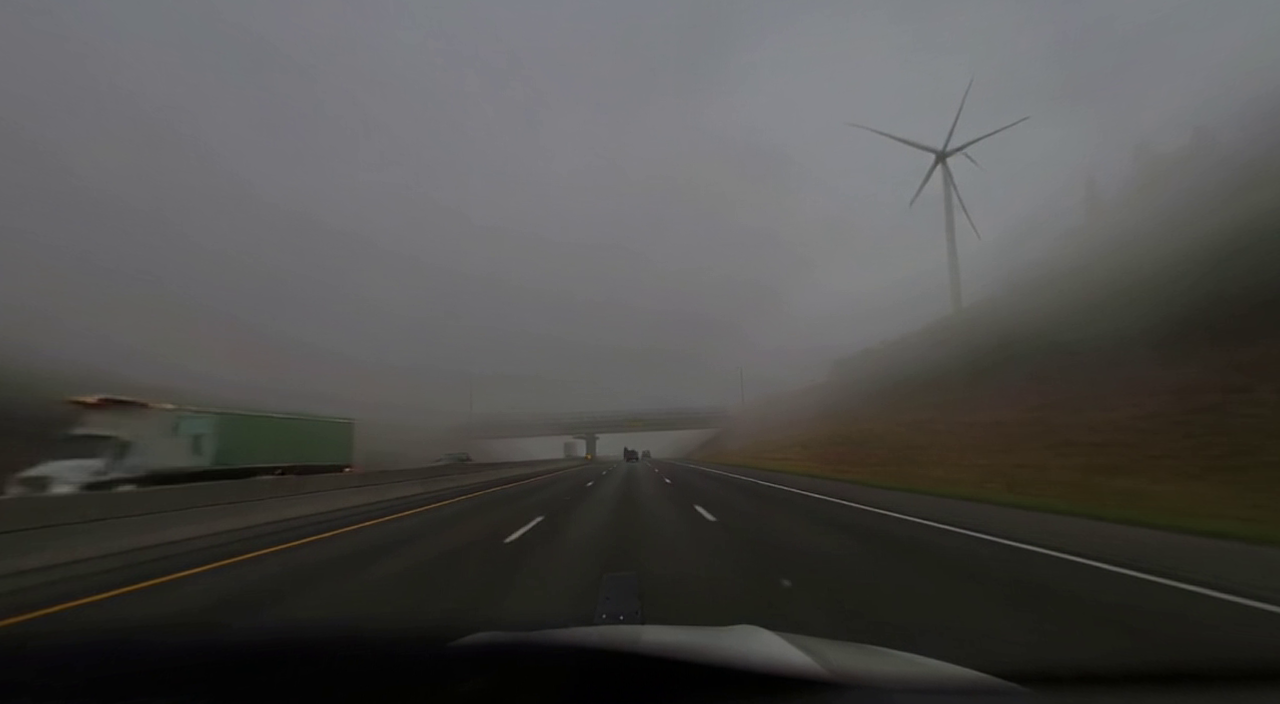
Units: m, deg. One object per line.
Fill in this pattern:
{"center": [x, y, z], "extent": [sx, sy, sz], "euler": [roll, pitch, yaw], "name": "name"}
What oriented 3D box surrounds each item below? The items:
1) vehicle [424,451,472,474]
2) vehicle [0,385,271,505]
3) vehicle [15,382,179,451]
{"center": [-12.649, 7.289, 41.820], "extent": [1.887, 1.441, 4.148], "euler": [0, -9, 0], "name": "vehicle"}
{"center": [-19.646, 3.743, 25.232], "extent": [3.140, 3.718, 11.043], "euler": [0, -9, 0], "name": "vehicle"}
{"center": [-19.716, 2.238, 23.268], "extent": [1.970, 1.671, 4.758], "euler": [0, 5, -2], "name": "vehicle"}
